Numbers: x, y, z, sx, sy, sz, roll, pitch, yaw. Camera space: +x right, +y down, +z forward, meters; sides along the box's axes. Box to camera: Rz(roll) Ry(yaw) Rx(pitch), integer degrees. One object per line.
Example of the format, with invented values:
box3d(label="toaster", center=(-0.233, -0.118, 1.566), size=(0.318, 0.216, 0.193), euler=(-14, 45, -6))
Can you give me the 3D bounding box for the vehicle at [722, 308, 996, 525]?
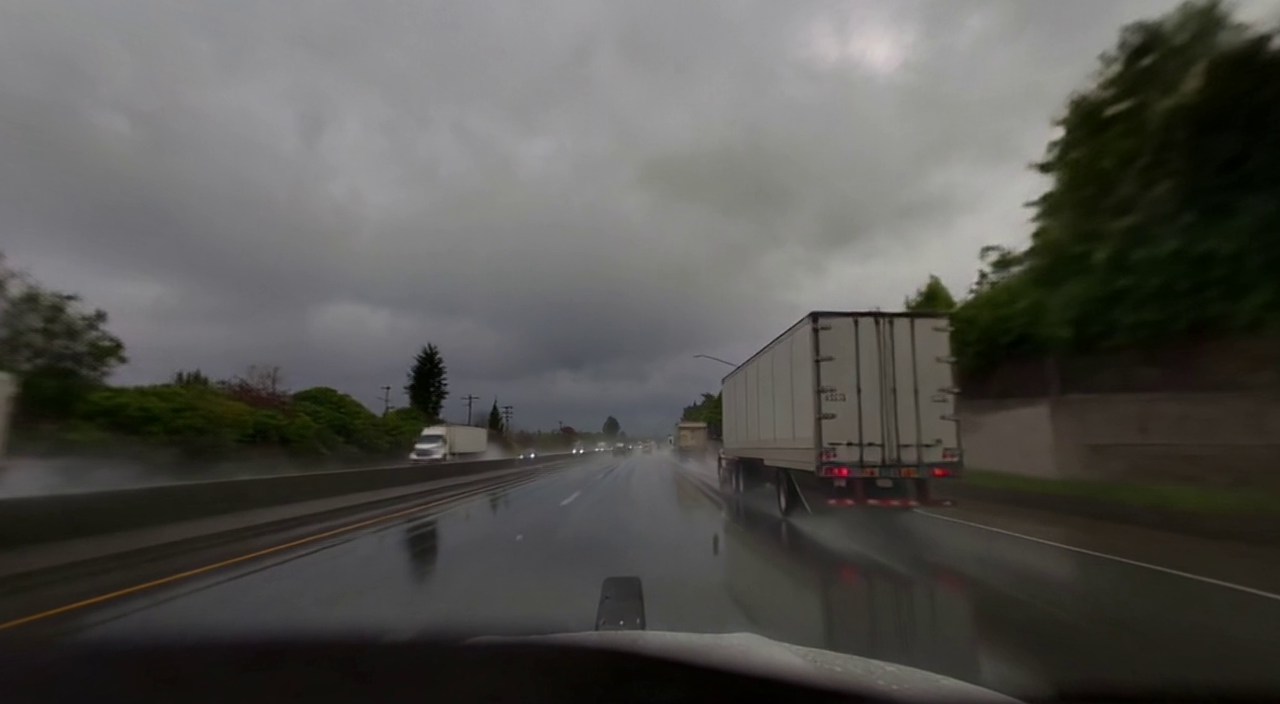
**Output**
box3d(label="vehicle", center=(4.454, 1.897, 16.181), size=(3.032, 3.785, 10.333), euler=(0, -9, -1))
